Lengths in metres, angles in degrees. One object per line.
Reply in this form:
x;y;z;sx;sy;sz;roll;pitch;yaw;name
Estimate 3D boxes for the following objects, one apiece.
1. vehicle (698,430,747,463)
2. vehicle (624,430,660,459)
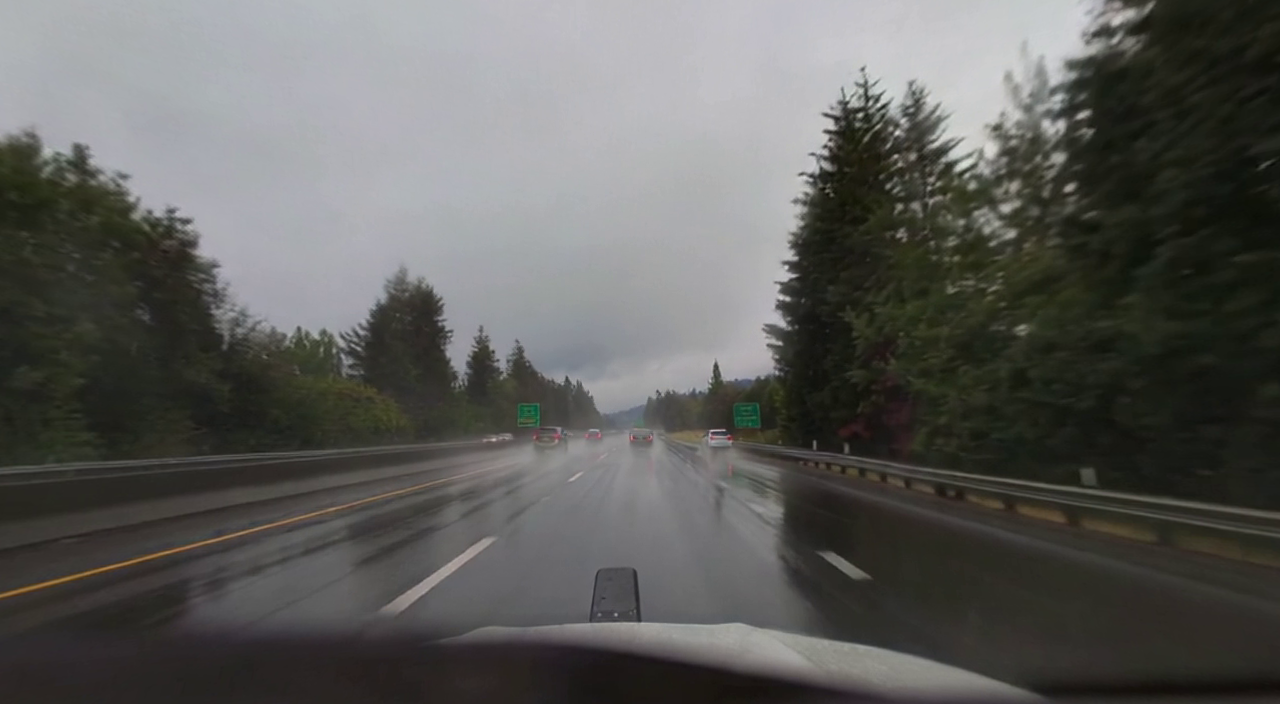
4.005;4.621;31.144;1.841;1.491;3.869;0;-7;-1;vehicle
0.089;5.081;34.778;1.869;1.466;3.356;0;-7;-1;vehicle
